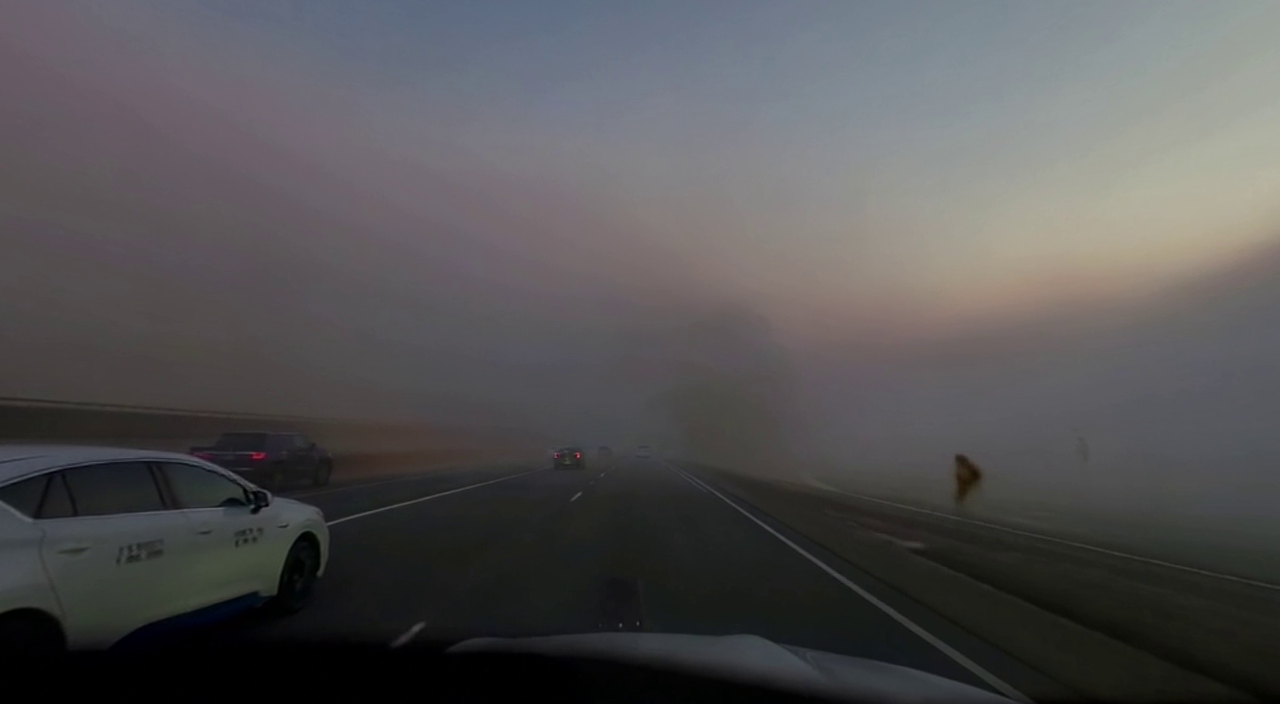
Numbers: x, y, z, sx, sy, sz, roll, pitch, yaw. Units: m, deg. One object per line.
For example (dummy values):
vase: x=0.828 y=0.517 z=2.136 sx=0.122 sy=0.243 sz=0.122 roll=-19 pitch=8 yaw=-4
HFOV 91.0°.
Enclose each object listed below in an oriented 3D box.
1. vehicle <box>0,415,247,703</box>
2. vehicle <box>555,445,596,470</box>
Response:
vehicle: x=-3.895 y=0.963 z=2.337 sx=1.965 sy=1.485 sz=4.460 roll=0 pitch=-9 yaw=0
vehicle: x=-4.017 y=6.658 z=39.957 sx=2.120 sy=1.458 sz=4.031 roll=0 pitch=-9 yaw=1
